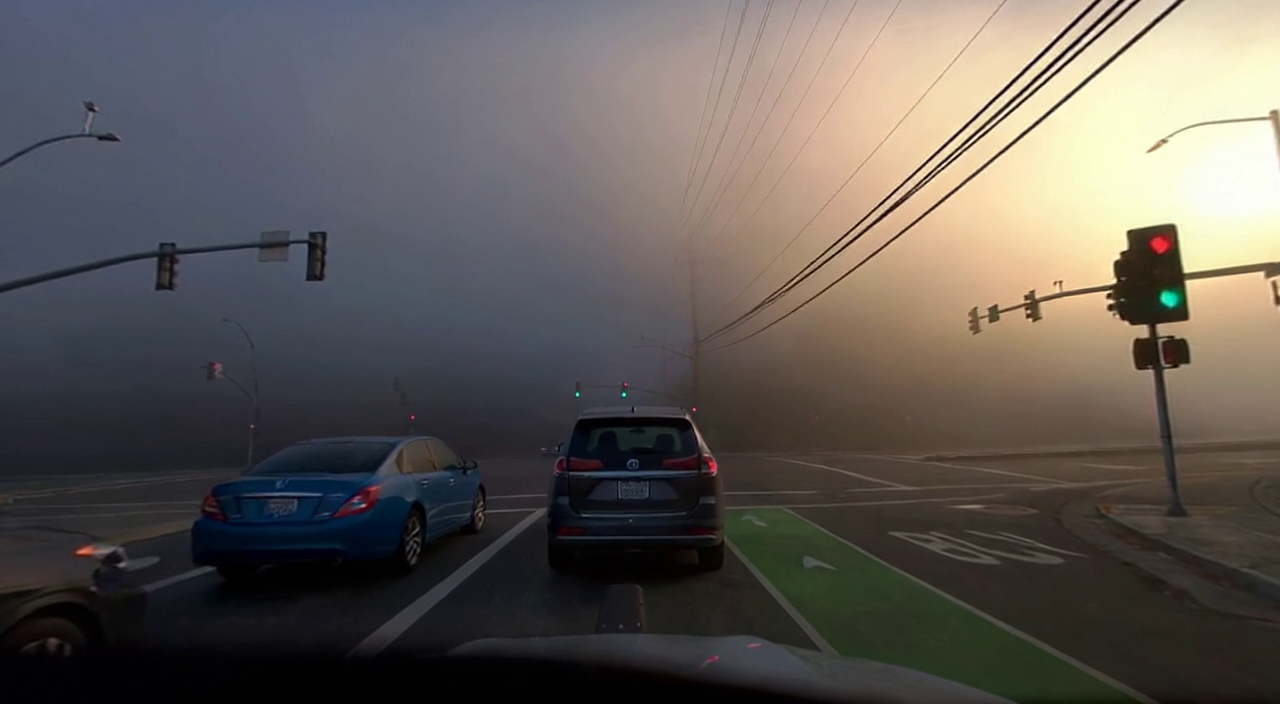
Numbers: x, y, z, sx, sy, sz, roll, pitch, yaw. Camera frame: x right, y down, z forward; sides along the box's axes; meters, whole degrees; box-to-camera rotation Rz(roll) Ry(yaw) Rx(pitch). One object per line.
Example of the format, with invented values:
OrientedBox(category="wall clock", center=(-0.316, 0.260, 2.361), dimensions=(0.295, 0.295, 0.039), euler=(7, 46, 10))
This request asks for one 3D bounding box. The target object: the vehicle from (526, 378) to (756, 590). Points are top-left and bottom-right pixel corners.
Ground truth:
OrientedBox(category="vehicle", center=(-0.025, 1.589, 8.309), dimensions=(2.036, 1.885, 5.196), euler=(0, -9, -1))

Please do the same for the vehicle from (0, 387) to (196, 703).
OrientedBox(category="vehicle", center=(-3.474, 0.662, 0.701), dimensions=(2.138, 1.488, 5.327), euler=(0, -7, 0))

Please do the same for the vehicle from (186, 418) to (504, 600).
OrientedBox(category="vehicle", center=(-2.908, 1.630, 7.305), dimensions=(1.726, 1.506, 3.840), euler=(0, -9, 1))
